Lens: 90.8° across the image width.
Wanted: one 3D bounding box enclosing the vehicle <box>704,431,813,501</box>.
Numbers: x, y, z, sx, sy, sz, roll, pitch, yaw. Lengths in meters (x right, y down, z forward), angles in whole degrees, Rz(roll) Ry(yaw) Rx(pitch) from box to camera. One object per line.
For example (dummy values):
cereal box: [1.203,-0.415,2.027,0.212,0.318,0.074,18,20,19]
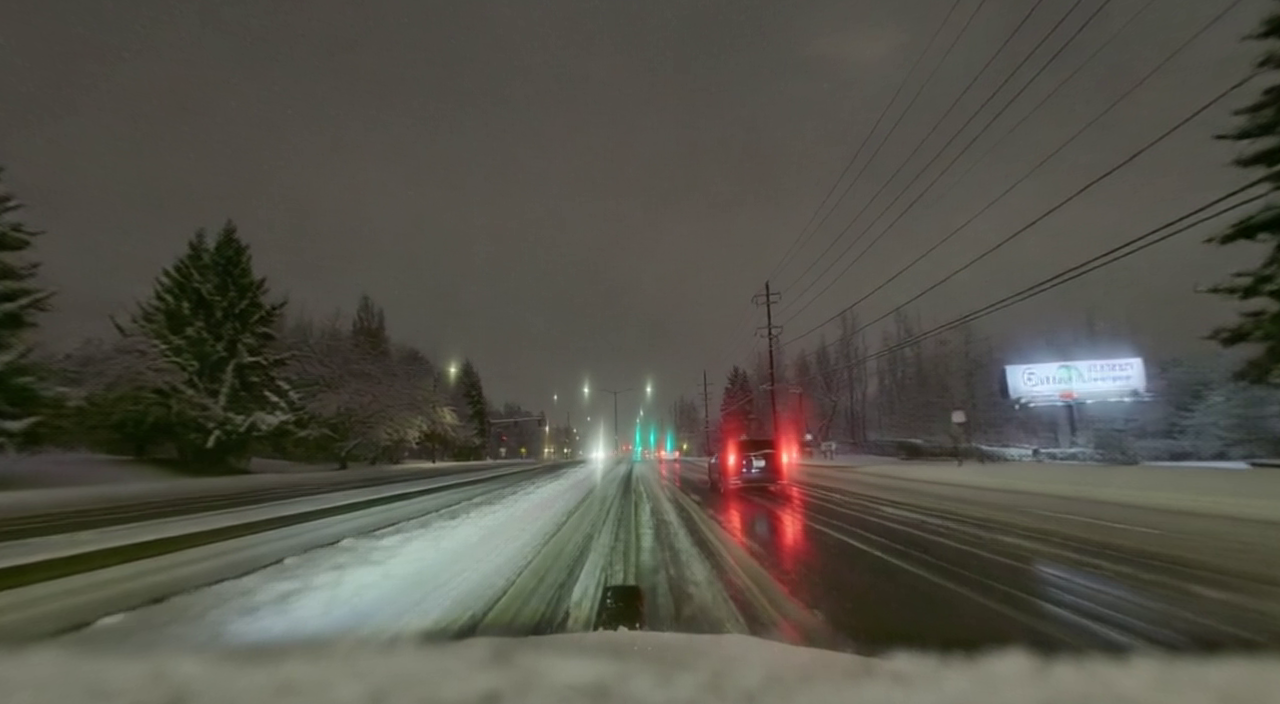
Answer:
vehicle: [3.077,3.051,17.317,2.078,1.668,4.078,0,-8,-2]
